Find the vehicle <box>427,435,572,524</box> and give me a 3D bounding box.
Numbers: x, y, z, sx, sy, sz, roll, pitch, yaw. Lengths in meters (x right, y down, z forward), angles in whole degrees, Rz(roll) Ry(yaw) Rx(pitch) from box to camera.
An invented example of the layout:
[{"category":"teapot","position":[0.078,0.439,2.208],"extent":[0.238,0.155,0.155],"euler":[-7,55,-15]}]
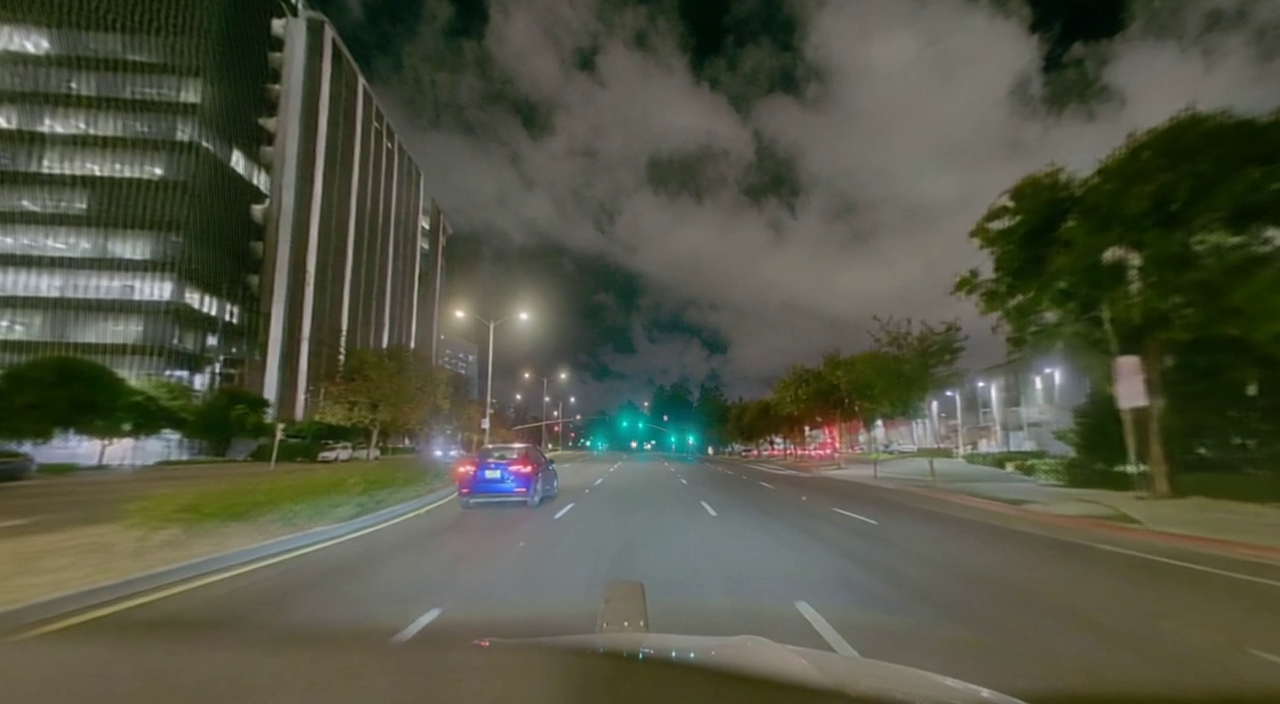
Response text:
[{"category":"vehicle","position":[-2.823,2.646,13.726],"extent":[2.009,1.489,4.543],"euler":[-3,-8,1]}]
